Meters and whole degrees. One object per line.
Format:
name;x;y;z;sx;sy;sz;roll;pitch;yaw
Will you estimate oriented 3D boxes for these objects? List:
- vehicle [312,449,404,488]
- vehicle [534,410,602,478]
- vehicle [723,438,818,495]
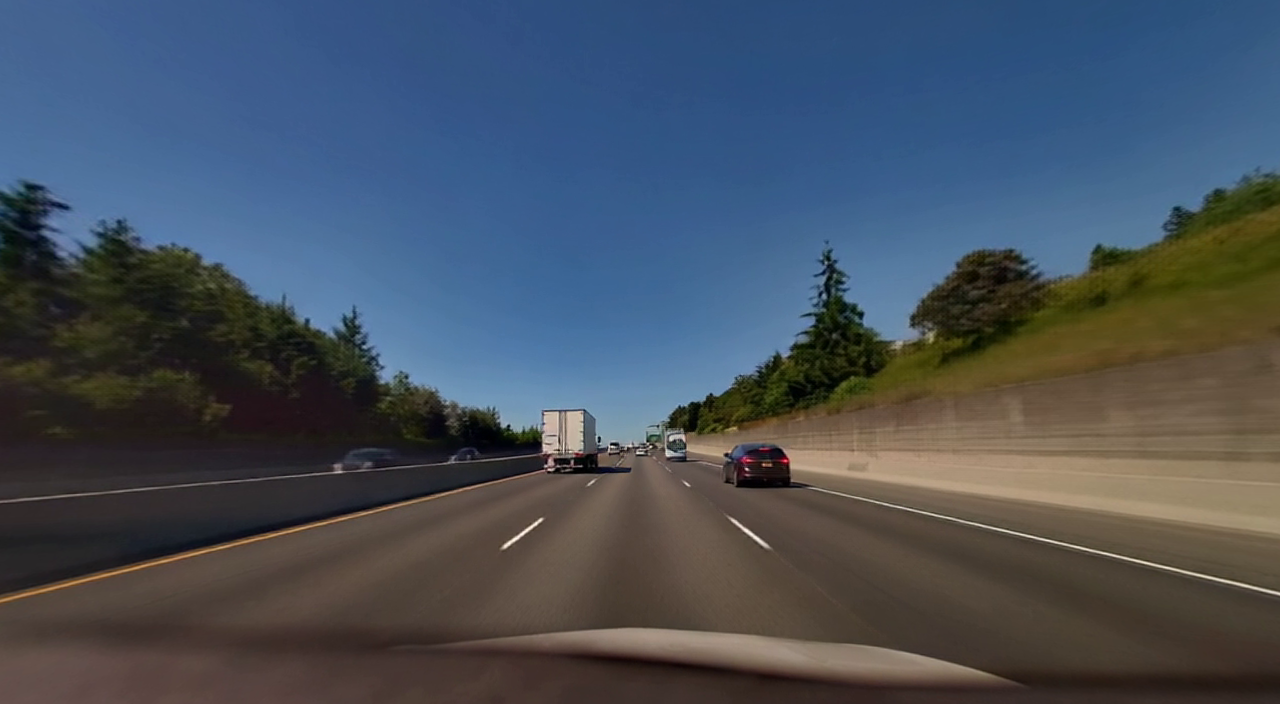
vehicle;-11.700;4.846;26.475;1.880;1.503;4.227;0;-9;1
vehicle;-3.612;4.853;33.218;2.667;3.195;6.731;0;-9;1
vehicle;3.869;3.460;19.377;1.983;1.545;4.038;0;-9;-1
